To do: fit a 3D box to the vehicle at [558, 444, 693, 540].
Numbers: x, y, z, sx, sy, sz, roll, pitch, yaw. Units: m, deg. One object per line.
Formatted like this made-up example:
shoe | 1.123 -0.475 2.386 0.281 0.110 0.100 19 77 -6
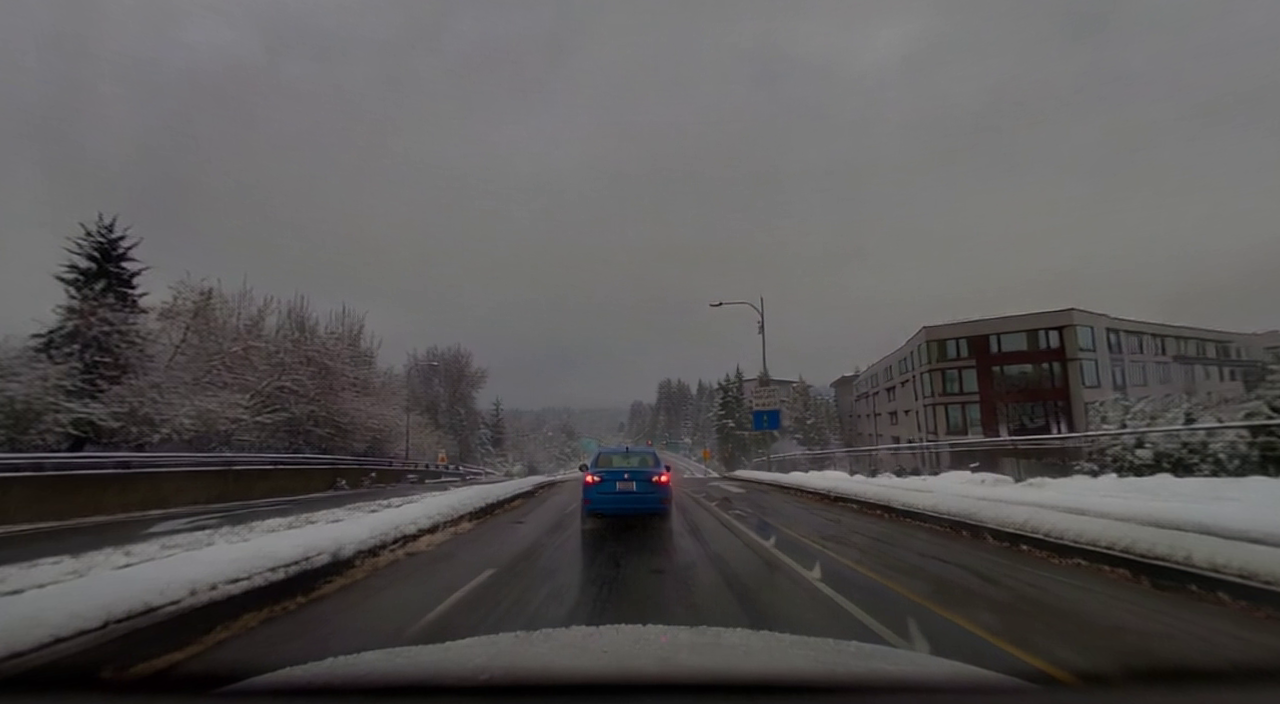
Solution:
vehicle | -0.227 2.465 11.715 2.063 1.442 3.933 0 -9 0
